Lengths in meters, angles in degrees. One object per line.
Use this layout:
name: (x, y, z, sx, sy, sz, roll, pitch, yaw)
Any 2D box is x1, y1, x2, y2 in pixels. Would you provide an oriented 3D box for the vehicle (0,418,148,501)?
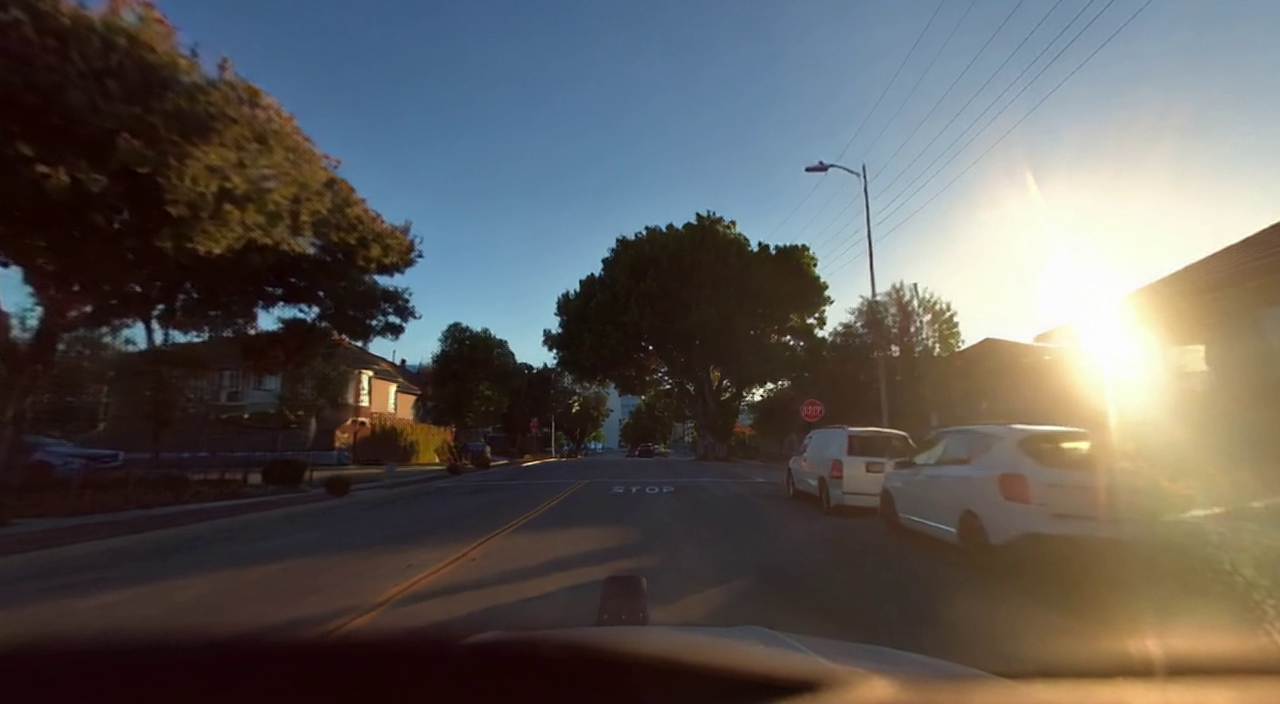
vehicle: (-16.538, 2.792, 16.422, 5.388, 2.044, 2.295, 5, -10, -31)

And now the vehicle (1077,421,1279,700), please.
vehicle: (4.336, 1.021, 2.727, 1.801, 1.491, 4.308, 0, -9, 1)

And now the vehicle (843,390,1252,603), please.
vehicle: (4.295, 1.603, 7.811, 2.041, 1.838, 4.524, 0, -9, 1)
